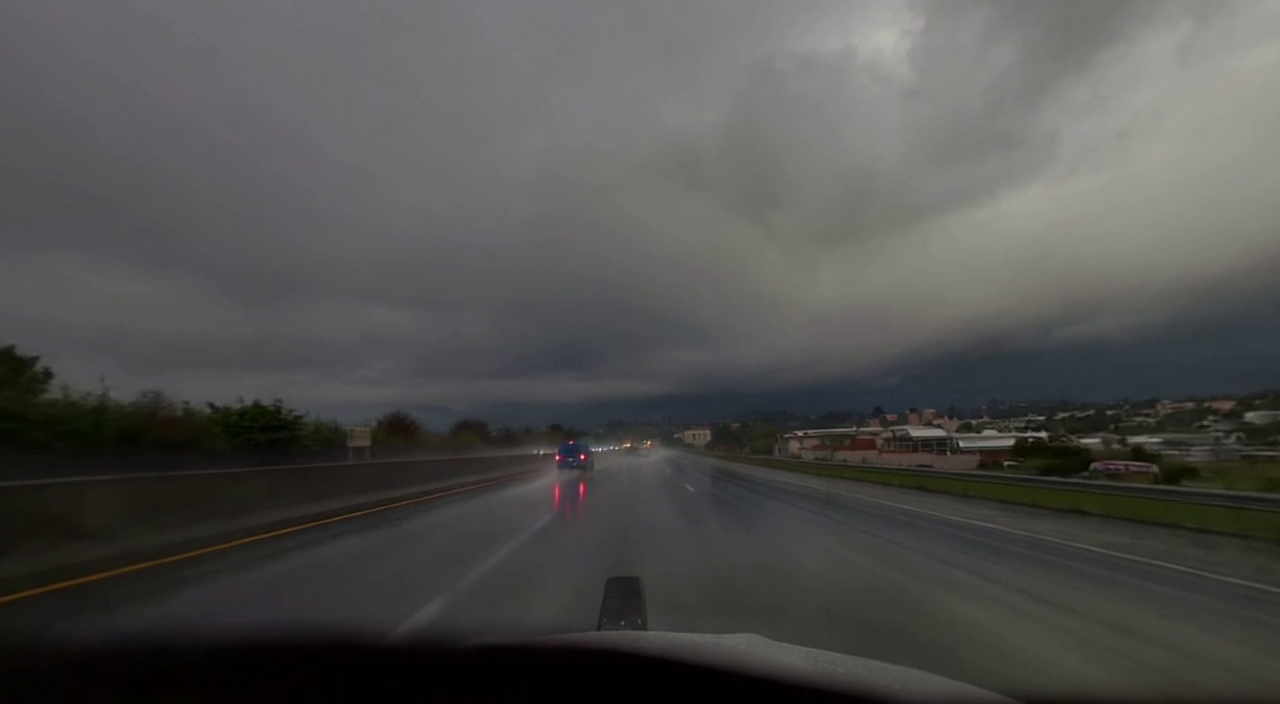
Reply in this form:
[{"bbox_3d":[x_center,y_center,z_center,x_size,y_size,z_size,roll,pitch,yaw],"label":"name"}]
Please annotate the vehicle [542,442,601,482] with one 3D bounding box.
[{"bbox_3d":[-2.859,4.698,27.178,1.965,1.556,3.971,-1,-9,2],"label":"vehicle"}]
